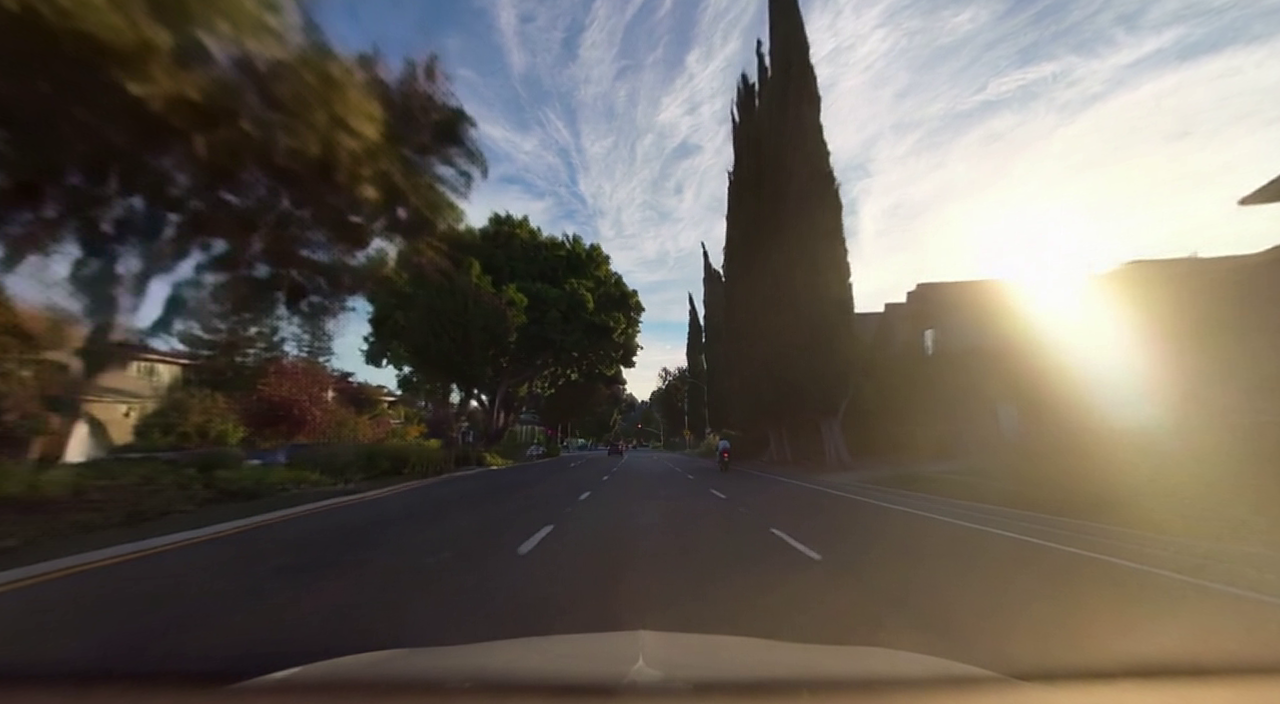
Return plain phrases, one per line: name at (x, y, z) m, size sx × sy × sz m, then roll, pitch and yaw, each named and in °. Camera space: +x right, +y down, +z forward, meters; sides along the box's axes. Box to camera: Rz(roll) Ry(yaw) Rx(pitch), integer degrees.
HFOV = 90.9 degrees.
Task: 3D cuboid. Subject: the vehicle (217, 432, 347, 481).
vehicle at (-13.639, 3.997, 24.492) m, size 2.000 × 1.662 × 5.340 m, roll -1°, pitch -8°, yaw -1°
